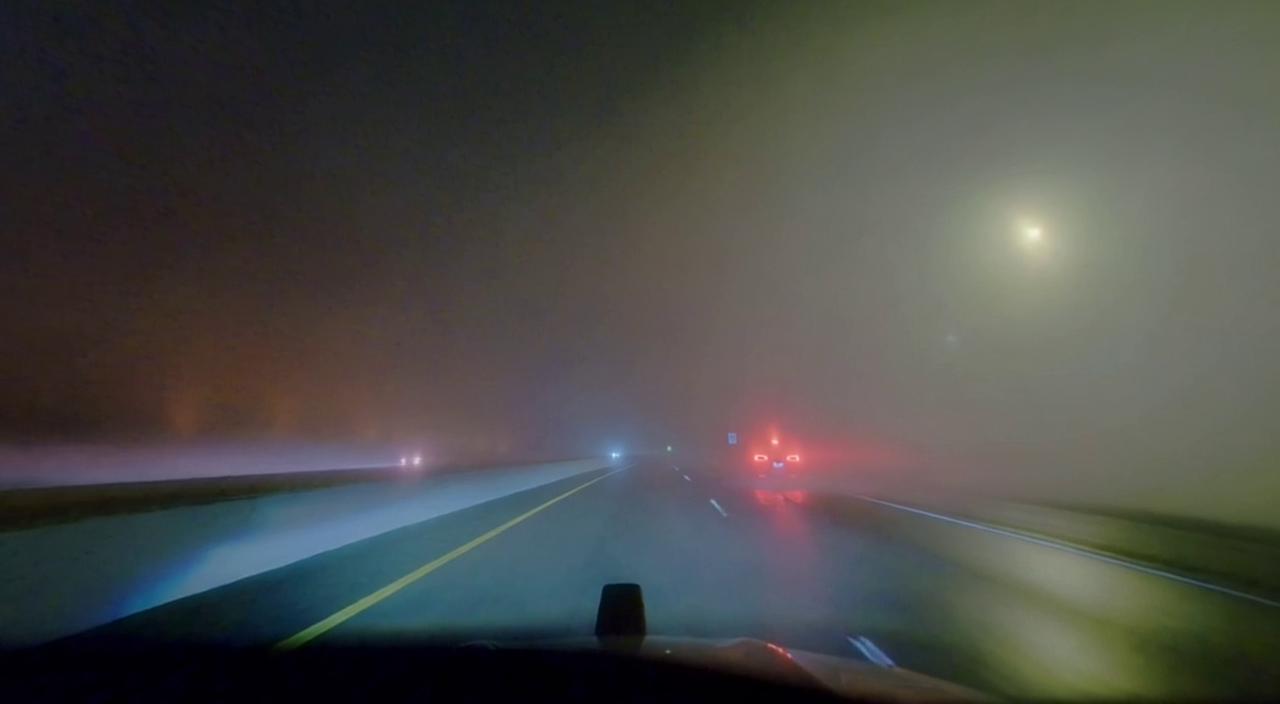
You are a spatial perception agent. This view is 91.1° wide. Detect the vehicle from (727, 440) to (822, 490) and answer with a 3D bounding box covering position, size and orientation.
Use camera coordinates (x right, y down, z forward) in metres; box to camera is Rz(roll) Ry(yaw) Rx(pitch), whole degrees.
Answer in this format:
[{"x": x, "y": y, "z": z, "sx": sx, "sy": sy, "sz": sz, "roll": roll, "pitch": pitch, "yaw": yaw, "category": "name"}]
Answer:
[{"x": 4.176, "y": 3.592, "z": 20.305, "sx": 2.124, "sy": 1.405, "sz": 4.398, "roll": 0, "pitch": -8, "yaw": 1, "category": "vehicle"}]
